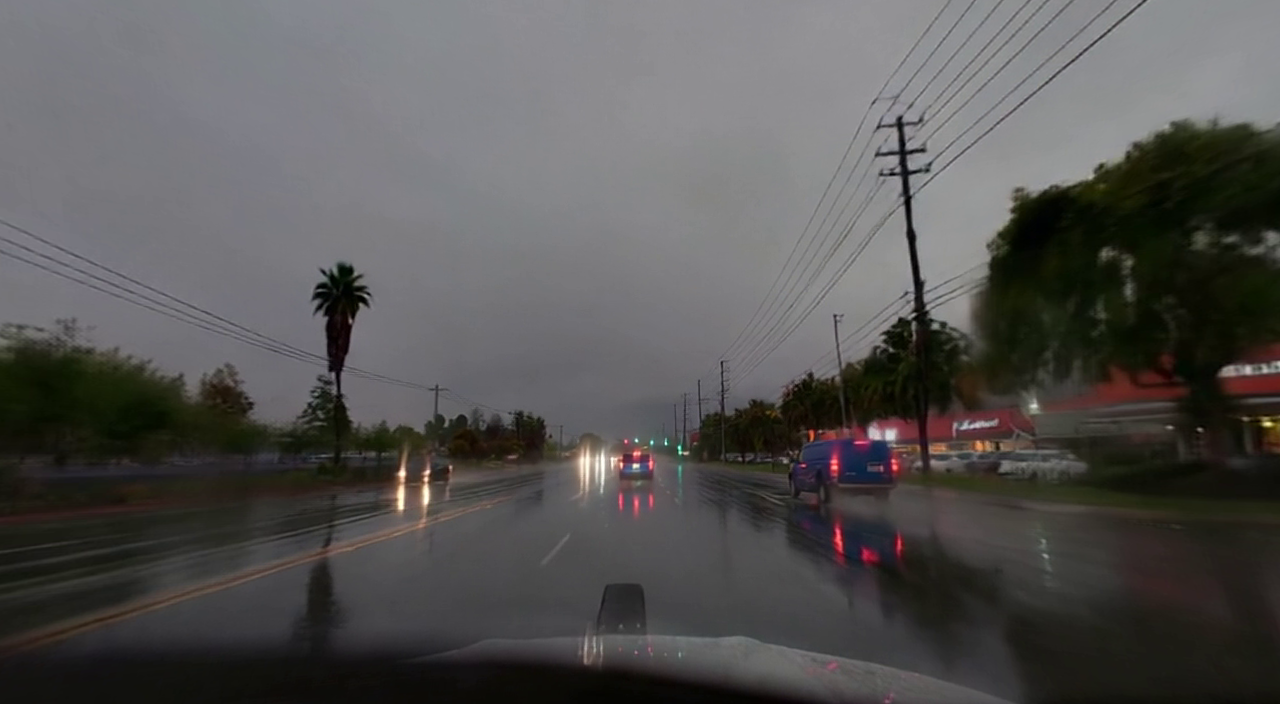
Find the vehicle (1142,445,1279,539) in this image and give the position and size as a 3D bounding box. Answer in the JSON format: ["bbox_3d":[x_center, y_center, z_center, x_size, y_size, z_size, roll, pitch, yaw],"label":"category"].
[{"bbox_3d":[11.519,2.336,10.663,4.400,1.507,2.009,-6,-11,32],"label":"vehicle"}]

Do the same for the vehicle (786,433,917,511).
[{"bbox_3d":[5.806,3.346,17.995,2.107,1.928,4.471,0,-9,0],"label":"vehicle"}]

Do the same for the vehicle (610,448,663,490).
[{"bbox_3d":[-0.166,5.023,27.406,2.138,1.672,4.168,0,-9,-1],"label":"vehicle"}]

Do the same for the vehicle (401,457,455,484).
[{"bbox_3d":[-14.207,7.957,42.449,1.997,1.641,4.528,0,-9,1],"label":"vehicle"}]

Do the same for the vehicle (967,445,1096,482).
[{"bbox_3d":[17.945,5.112,29.018,4.490,1.604,2.089,0,-9,1],"label":"vehicle"}]
